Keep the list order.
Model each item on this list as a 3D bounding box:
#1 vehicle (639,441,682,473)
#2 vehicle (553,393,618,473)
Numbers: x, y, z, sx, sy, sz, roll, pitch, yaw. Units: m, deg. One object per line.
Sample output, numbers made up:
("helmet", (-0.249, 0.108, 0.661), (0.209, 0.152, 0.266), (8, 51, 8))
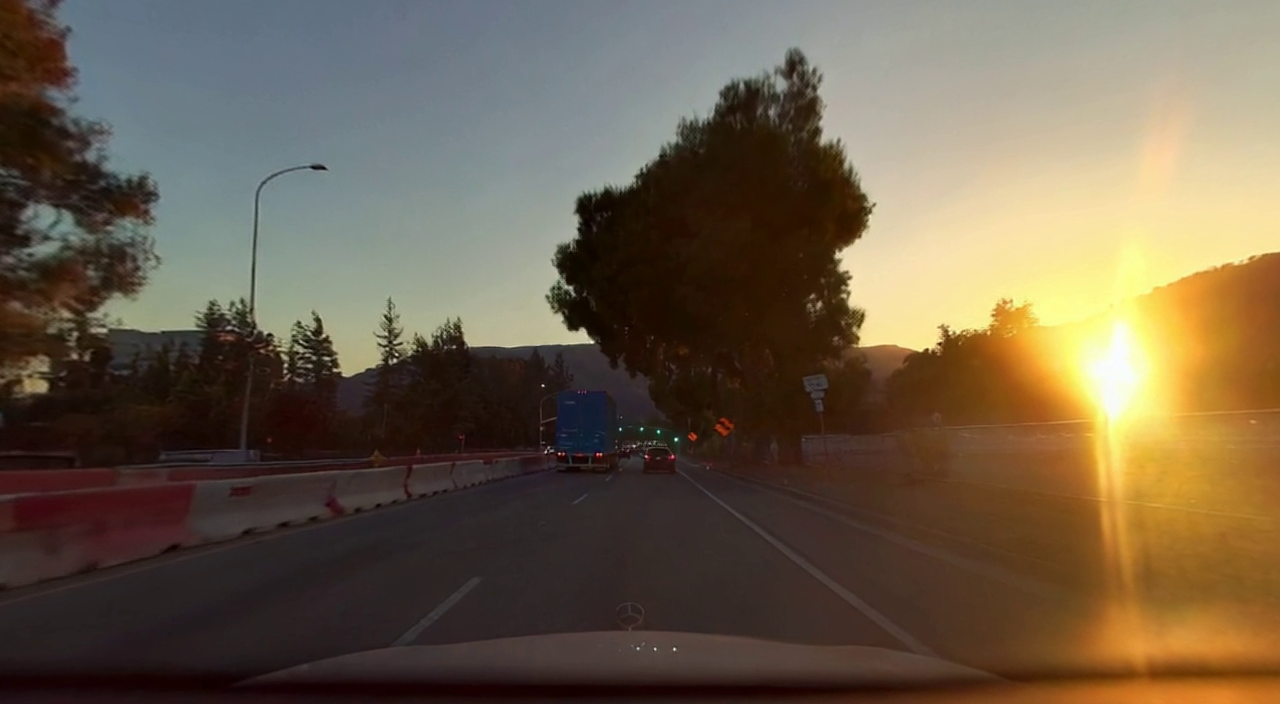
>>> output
("vehicle", (1.089, 5.905, 35.748), (2.304, 1.675, 4.462), (0, -8, 0))
("vehicle", (-3.039, 5.299, 40.179), (2.906, 4.115, 15.715), (0, -8, 0))
